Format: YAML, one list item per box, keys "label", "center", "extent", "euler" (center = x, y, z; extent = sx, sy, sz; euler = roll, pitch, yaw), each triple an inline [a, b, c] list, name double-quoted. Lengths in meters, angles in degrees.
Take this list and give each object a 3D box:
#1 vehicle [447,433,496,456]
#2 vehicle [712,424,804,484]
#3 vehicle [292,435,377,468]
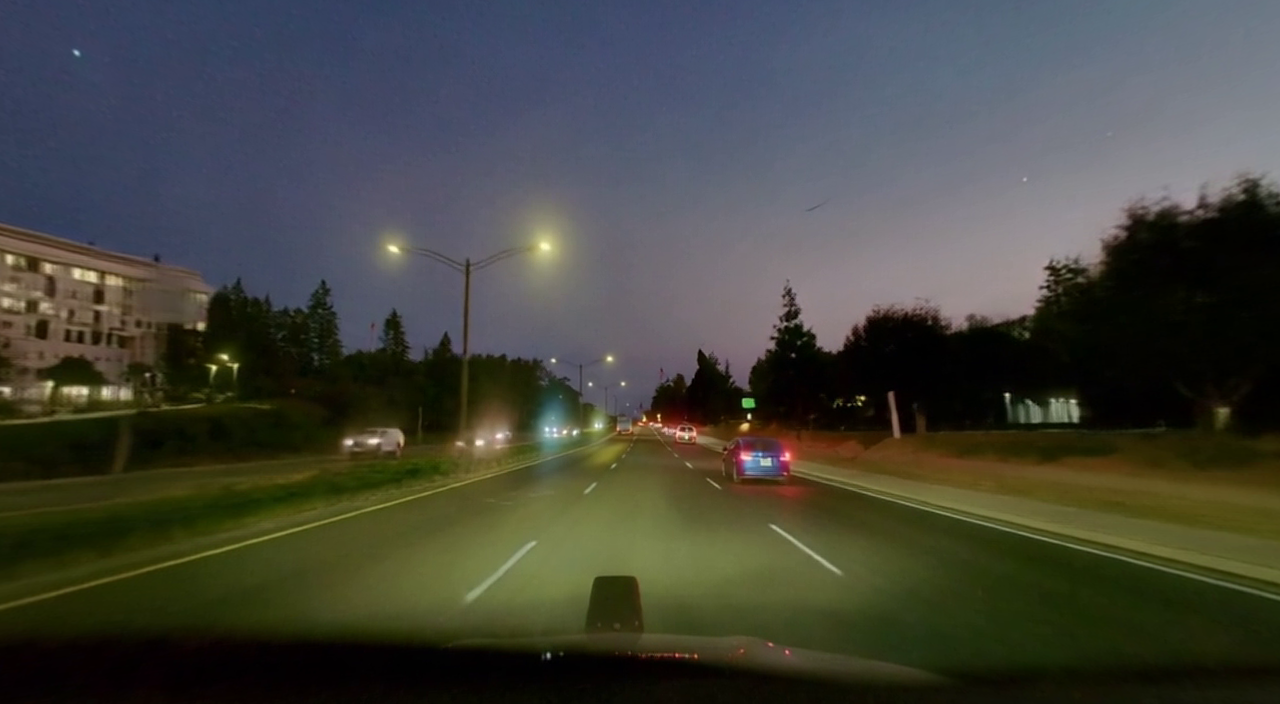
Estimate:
- label: "vehicle"
  center: [-11.372, 6.290, 42.869]
  extent: [1.909, 1.486, 4.590]
  euler: [0, -8, 2]
- label: "vehicle"
  center: [3.677, 3.287, 20.556]
  extent: [2.110, 1.712, 4.489]
  euler: [0, -8, 0]
- label: "vehicle"
  center: [-14.932, 4.898, 31.106]
  extent: [1.885, 1.497, 4.494]
  euler: [0, -8, 1]
